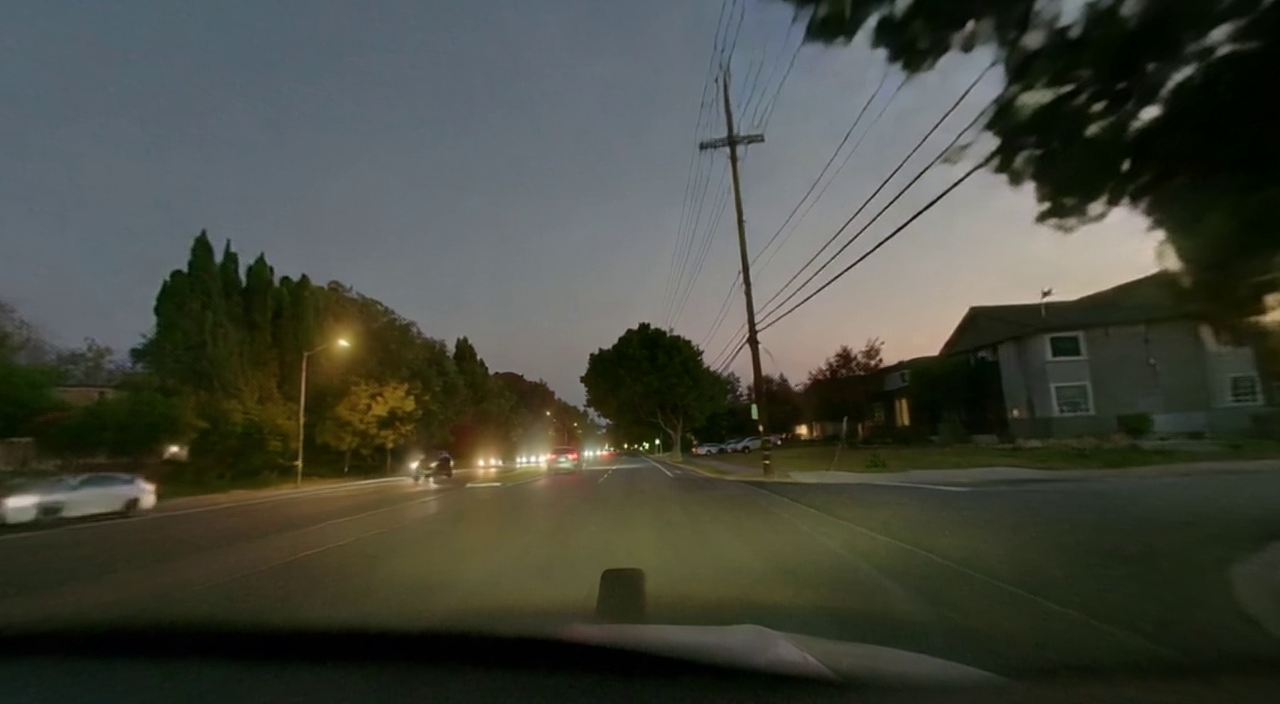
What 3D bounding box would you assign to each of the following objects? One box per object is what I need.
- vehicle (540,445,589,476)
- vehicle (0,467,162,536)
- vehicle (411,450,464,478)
[{"bbox_3d":[-3.839,5.577,32.702,2.084,1.466,4.522,0,-9,-1],"label":"vehicle"},{"bbox_3d":[-15.990,4.007,17.415,1.937,1.480,4.755,0,-9,-1],"label":"vehicle"},{"bbox_3d":[-12.616,6.979,39.559,1.954,1.648,4.287,-1,-9,-1],"label":"vehicle"}]
